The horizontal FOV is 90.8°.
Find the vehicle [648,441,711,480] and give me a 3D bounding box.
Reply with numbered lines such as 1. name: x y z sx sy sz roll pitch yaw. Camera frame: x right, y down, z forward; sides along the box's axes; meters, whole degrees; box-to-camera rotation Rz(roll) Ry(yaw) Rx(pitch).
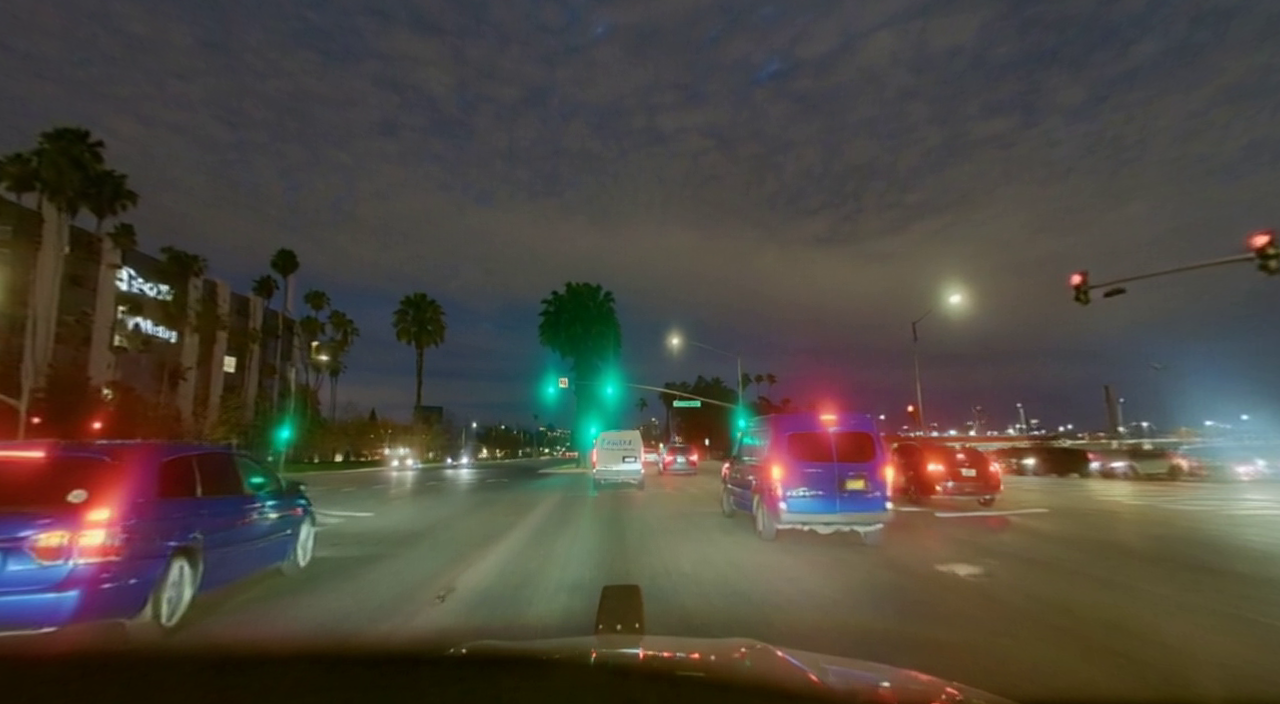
1. vehicle: 1.802 5.310 31.131 2.462 1.736 4.899 1 -9 -4

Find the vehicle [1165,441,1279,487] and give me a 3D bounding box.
1. vehicle: 21.801 4.026 22.957 3.798 1.550 2.006 1 -9 -8

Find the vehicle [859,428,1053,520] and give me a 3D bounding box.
1. vehicle: 6.955 2.728 14.622 2.023 1.771 4.488 0 -9 -2

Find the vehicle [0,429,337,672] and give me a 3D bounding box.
1. vehicle: -4.711 1.519 6.020 1.997 1.430 4.655 1 -9 -9

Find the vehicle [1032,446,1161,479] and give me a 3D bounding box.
1. vehicle: 20.787 5.051 28.896 4.412 1.441 2.181 2 -10 -9

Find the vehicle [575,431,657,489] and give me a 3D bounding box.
1. vehicle: -0.934 4.171 24.744 2.848 1.991 5.706 0 -9 -2

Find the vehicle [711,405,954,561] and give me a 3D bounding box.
1. vehicle: 2.583 1.922 9.966 2.200 1.847 4.618 0 -9 -2
